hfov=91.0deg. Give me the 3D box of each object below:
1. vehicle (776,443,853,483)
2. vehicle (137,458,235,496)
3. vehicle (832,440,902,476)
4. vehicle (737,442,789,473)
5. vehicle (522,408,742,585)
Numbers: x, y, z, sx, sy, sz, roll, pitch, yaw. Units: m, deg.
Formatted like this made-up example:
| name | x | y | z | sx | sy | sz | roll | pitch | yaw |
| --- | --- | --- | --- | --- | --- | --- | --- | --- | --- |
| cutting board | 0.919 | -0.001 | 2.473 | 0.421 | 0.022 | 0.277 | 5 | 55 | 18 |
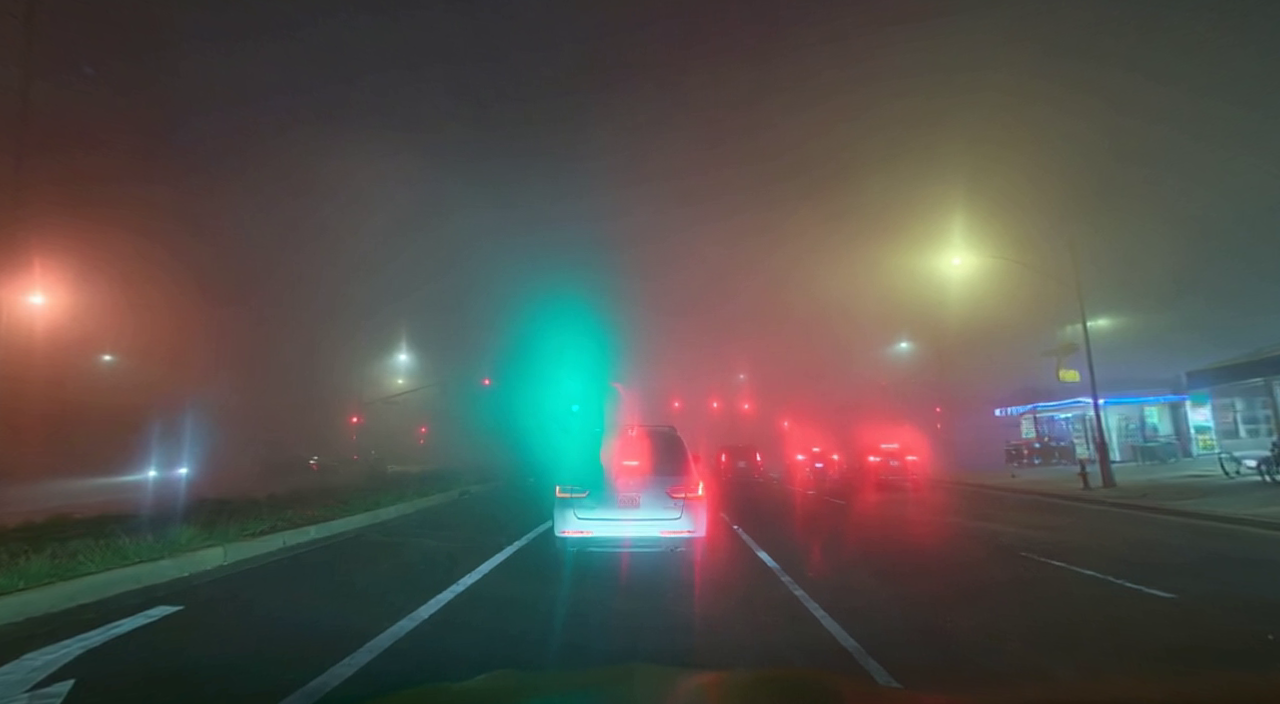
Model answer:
| name | x | y | z | sx | sy | sz | roll | pitch | yaw |
| --- | --- | --- | --- | --- | --- | --- | --- | --- | --- |
| vehicle | 6.858 | 4.376 | 25.224 | 1.833 | 1.452 | 4.237 | 0 | -8 | 0 |
| vehicle | -20.282 | 5.558 | 28.361 | 1.969 | 1.458 | 4.300 | 2 | -9 | -13 |
| vehicle | 11.184 | 5.253 | 31.395 | 2.081 | 1.651 | 4.432 | -1 | -9 | 4 |
| vehicle | 6.267 | 5.448 | 32.629 | 1.961 | 1.477 | 4.454 | 0 | -8 | 2 |
| vehicle | -0.059 | 1.691 | 8.114 | 2.115 | 1.700 | 3.901 | 0 | -8 | 1 |
